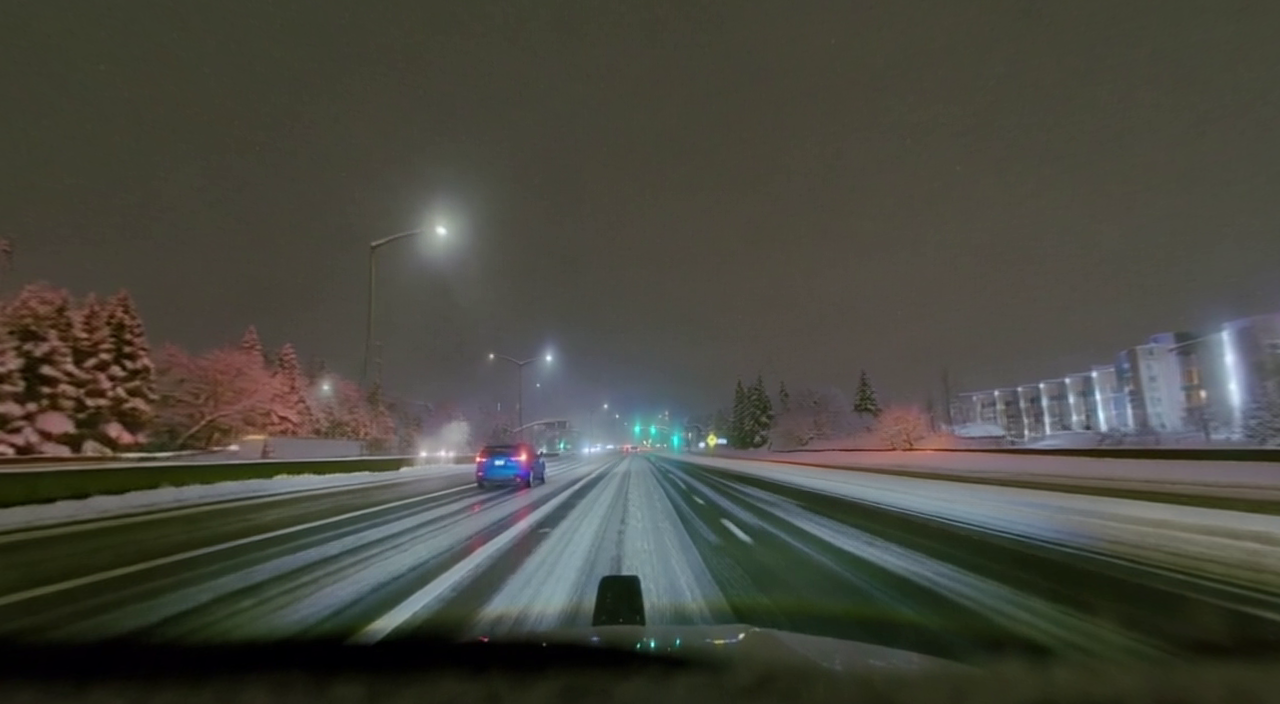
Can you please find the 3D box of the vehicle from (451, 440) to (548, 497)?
[{"bbox_3d":[-4.026,3.411,18.940,1.900,1.492,4.495,0,-9,0],"label":"vehicle"}]
